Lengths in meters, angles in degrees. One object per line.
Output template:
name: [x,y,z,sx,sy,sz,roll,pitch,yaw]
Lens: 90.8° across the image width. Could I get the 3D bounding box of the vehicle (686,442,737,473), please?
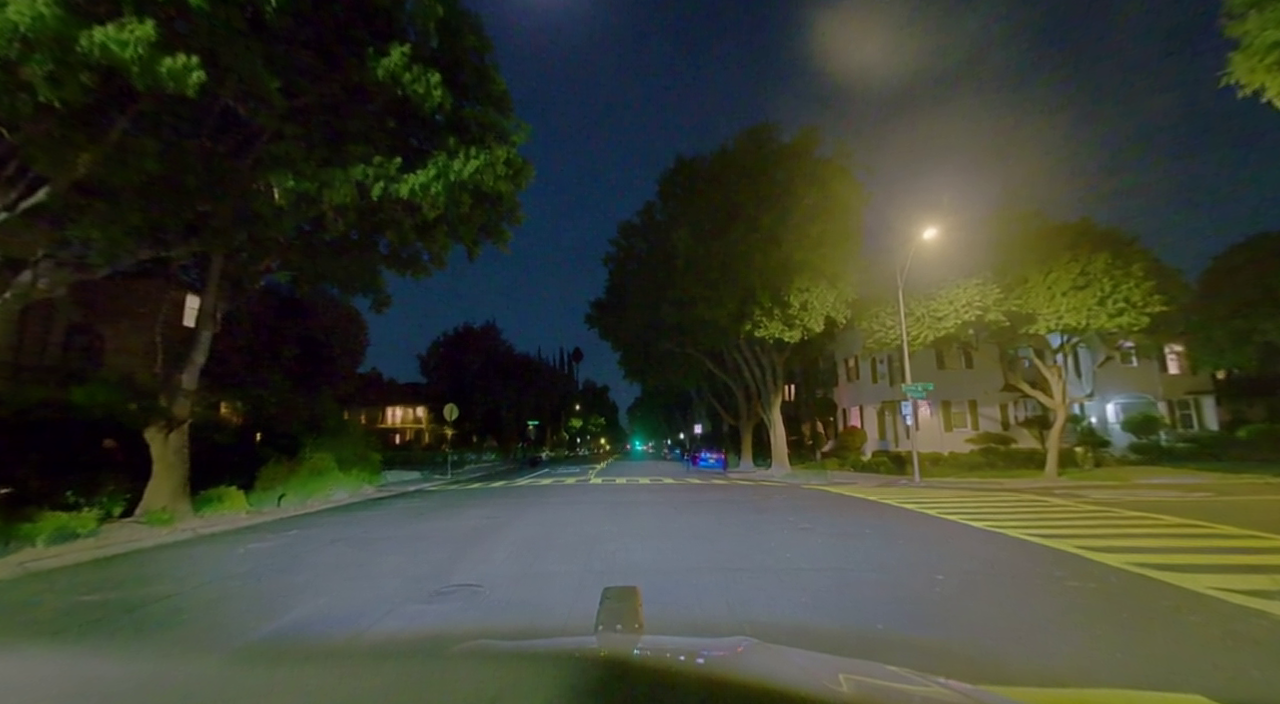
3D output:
vehicle: [3.605,5.413,32.694,1.961,1.472,4.434,0,-9,-2]
